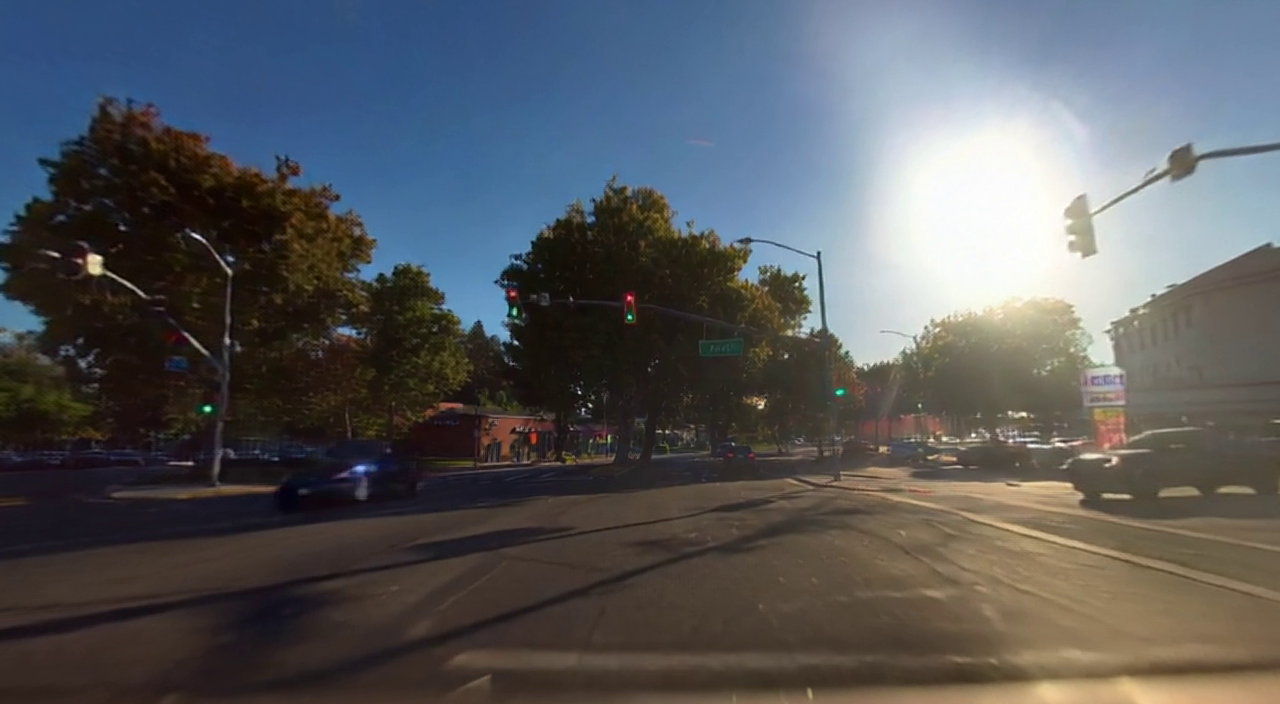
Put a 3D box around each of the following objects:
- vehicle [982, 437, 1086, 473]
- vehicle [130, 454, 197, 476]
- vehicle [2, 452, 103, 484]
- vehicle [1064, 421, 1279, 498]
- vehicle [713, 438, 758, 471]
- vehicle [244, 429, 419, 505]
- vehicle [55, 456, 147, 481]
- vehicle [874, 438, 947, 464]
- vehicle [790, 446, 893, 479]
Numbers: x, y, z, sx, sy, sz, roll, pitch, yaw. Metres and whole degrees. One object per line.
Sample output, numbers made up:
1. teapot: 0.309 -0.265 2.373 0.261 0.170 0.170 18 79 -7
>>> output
1. vehicle: 21.175 5.525 33.899 4.707 1.790 2.357 4 -9 -23
2. vehicle: -34.276 8.117 45.491 1.702 1.407 4.019 0 -9 -1
3. vehicle: -36.959 7.284 39.821 2.122 1.801 4.427 0 -9 -2
4. vehicle: 14.856 2.925 17.368 4.713 1.969 2.201 0 -9 -2
5. vehicle: 5.299 5.662 34.946 2.311 1.715 4.287 -1 -9 8
6. vehicle: -7.858 2.967 16.671 2.309 1.702 4.323 0 -9 2
7. vehicle: -34.478 7.436 40.478 1.802 1.442 4.601 0 -9 1
8. vehicle: 19.654 7.211 46.086 4.557 1.825 2.350 -3 -9 16
9. vehicle: 9.695 5.333 30.697 1.938 1.466 4.434 6 -11 -35
